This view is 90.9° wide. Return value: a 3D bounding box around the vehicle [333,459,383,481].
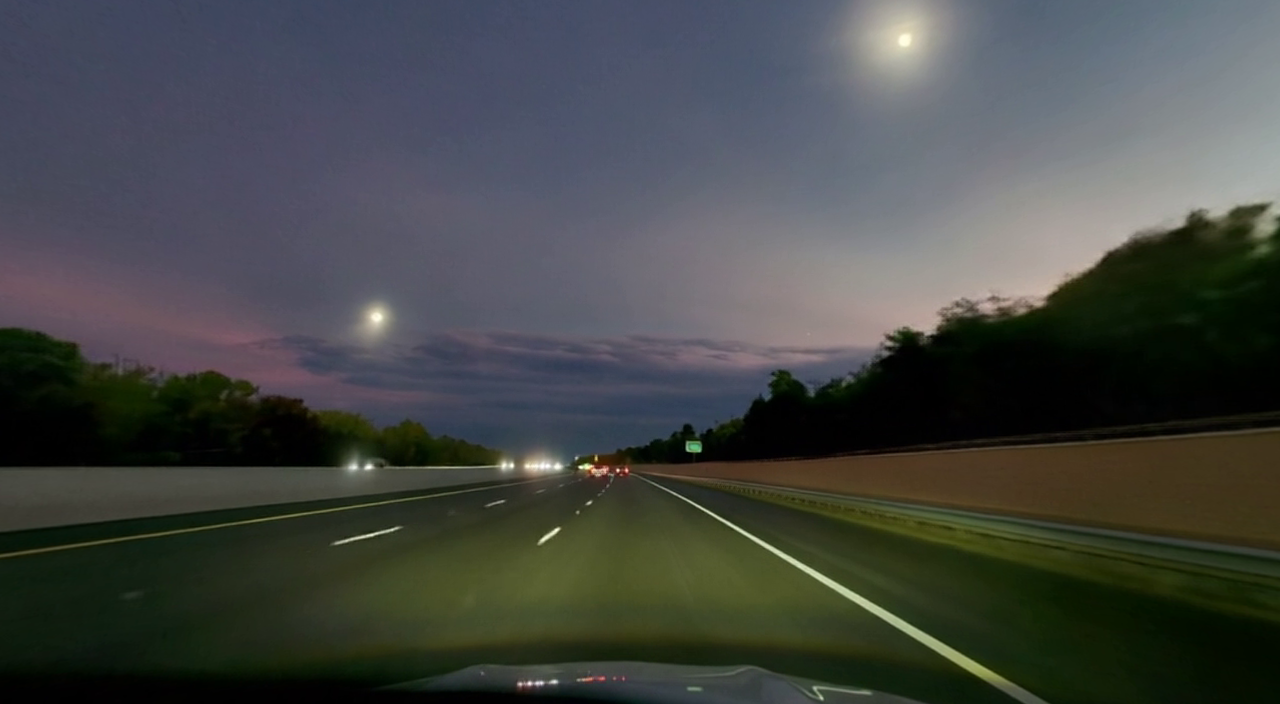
[{"bbox_3d":[-20.453,8.586,45.882,1.738,1.469,4.047,1,-10,-1],"label":"vehicle"}]
